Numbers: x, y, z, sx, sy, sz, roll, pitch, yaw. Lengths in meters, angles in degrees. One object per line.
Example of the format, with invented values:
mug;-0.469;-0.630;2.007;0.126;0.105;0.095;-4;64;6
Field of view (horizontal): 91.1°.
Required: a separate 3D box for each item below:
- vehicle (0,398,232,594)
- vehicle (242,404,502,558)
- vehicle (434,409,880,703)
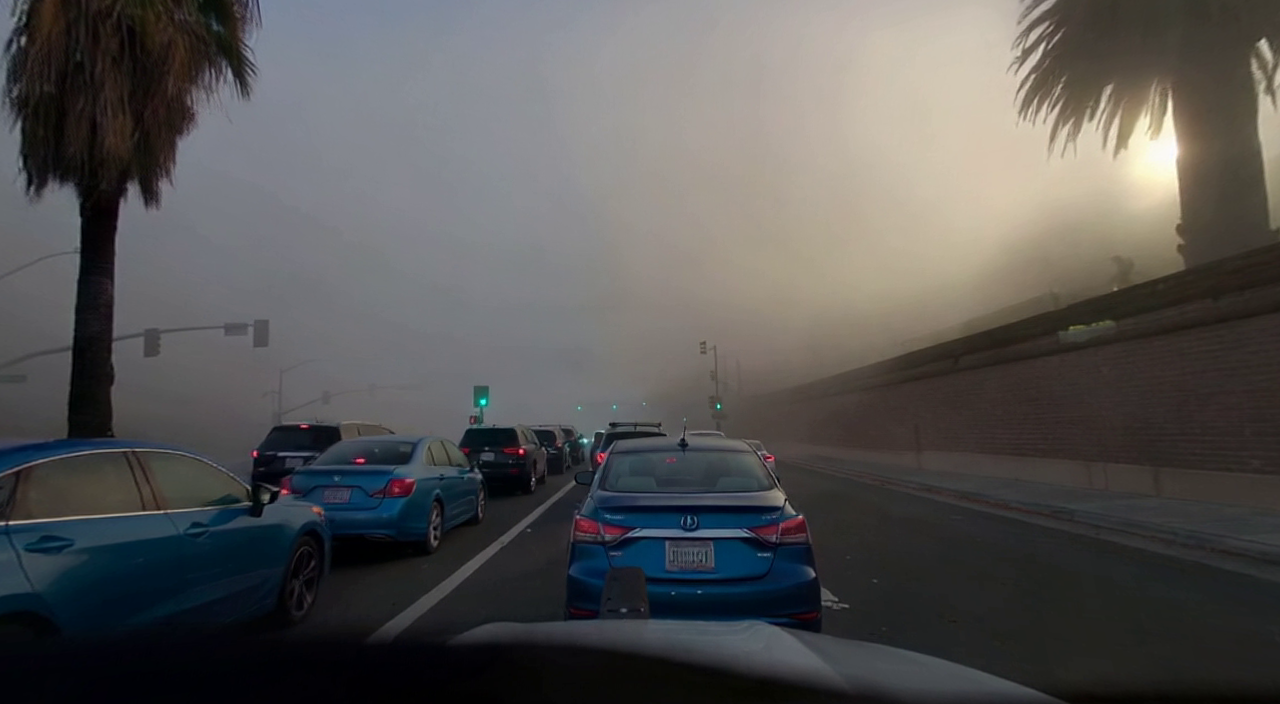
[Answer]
vehicle;-6.666;1.400;6.393;1.963;1.721;4.662;0;-8;-2
vehicle;-3.515;1.775;9.288;2.055;1.746;4.136;0;-8;-1
vehicle;0.043;1.334;5.203;2.128;1.473;4.272;0;-8;-1
